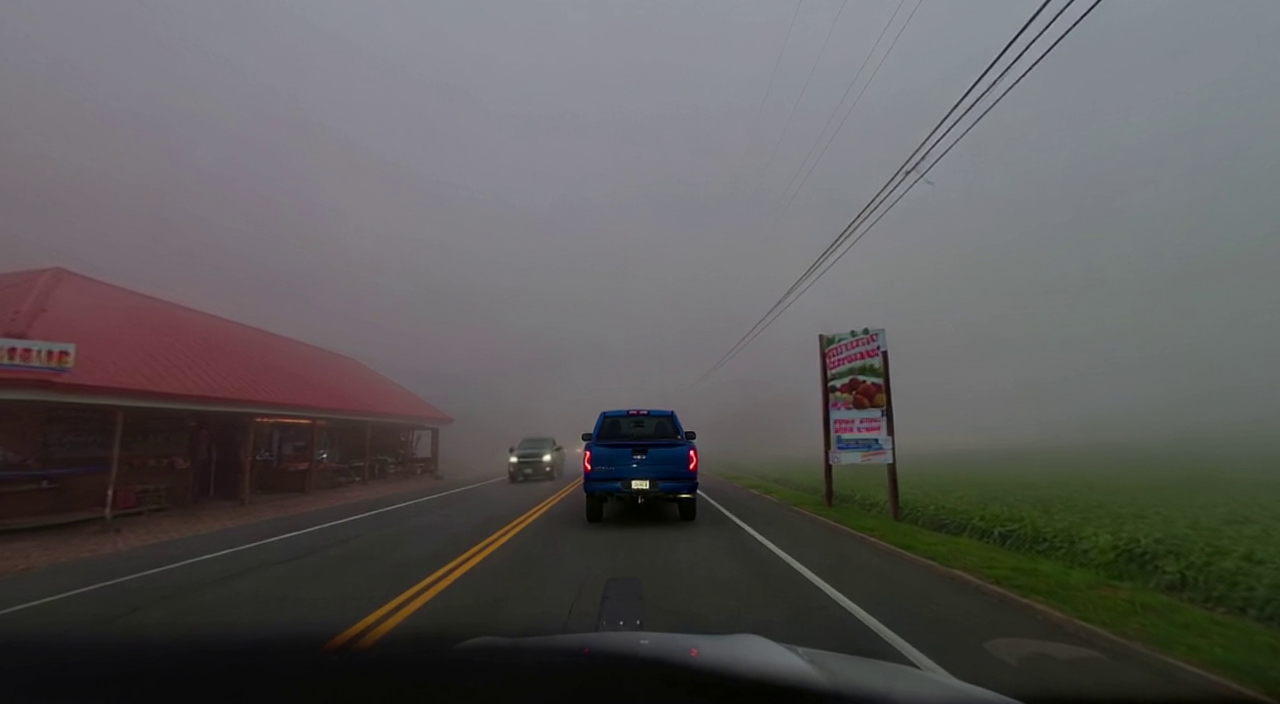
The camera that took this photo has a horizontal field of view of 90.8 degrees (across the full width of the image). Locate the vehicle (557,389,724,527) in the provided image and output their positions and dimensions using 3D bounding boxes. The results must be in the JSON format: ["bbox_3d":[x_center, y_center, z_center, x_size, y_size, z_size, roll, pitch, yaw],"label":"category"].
[{"bbox_3d":[-0.077,2.149,13.248,2.693,2.223,5.885,0,-9,-2],"label":"vehicle"}]

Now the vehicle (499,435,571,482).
[{"bbox_3d":[-4.244,4.401,26.337,2.190,1.746,4.616,0,-8,0],"label":"vehicle"}]
